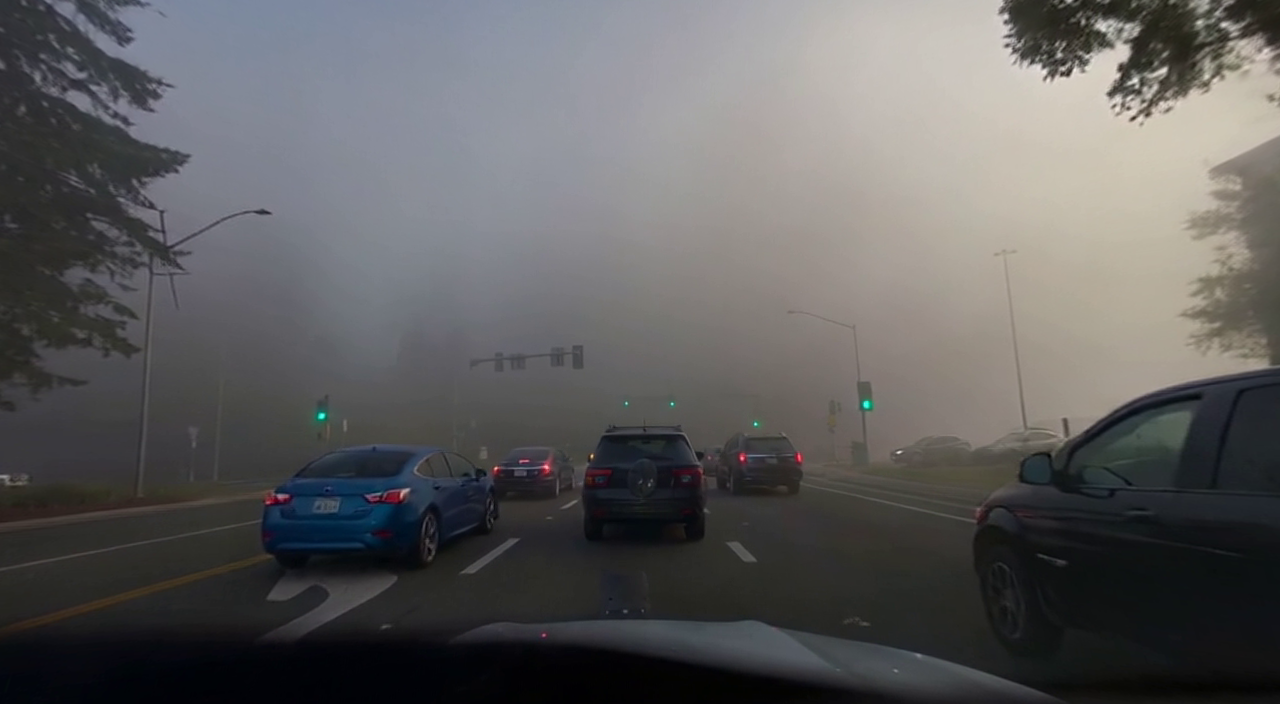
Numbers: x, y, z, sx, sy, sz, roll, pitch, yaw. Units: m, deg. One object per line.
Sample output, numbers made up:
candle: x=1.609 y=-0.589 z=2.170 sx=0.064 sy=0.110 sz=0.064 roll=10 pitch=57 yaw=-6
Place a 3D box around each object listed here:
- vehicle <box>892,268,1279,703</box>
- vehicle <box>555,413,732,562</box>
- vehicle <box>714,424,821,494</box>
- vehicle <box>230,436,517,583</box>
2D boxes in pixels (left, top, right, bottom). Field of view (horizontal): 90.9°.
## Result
vehicle: x=3.374 y=0.698 z=2.271 sx=2.571 sy=1.857 sz=5.841 roll=0 pitch=-8 yaw=1
vehicle: x=0.070 y=1.908 z=9.551 sx=2.113 sy=1.768 sz=3.901 roll=0 pitch=-8 yaw=1
vehicle: x=3.819 y=3.337 z=20.052 sx=2.408 sy=1.908 sz=5.355 roll=0 pitch=-8 yaw=1
vehicle: x=-3.192 y=1.966 z=8.863 sx=1.909 sy=1.476 sz=4.751 roll=0 pitch=-8 yaw=1
